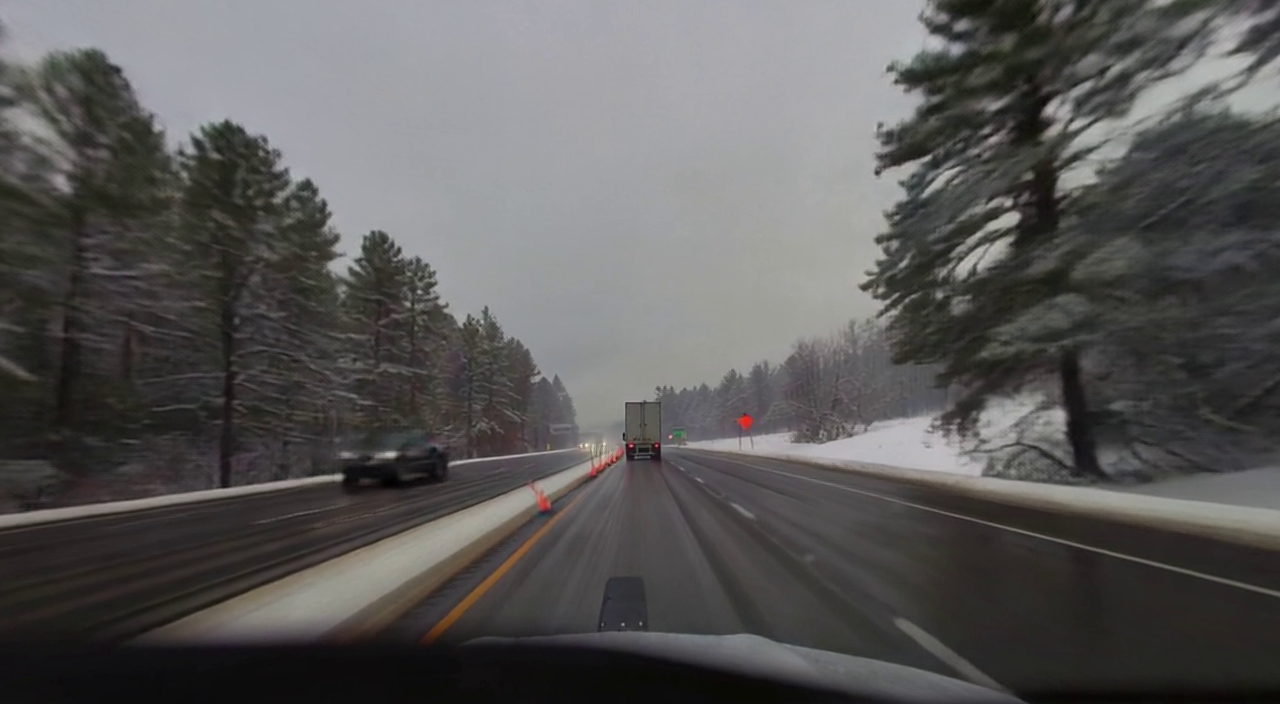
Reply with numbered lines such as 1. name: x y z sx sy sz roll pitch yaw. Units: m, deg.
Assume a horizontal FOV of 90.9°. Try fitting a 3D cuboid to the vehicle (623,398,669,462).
1. vehicle: 0.239 5.761 45.864 2.935 4.068 11.036 0 -8 -1
